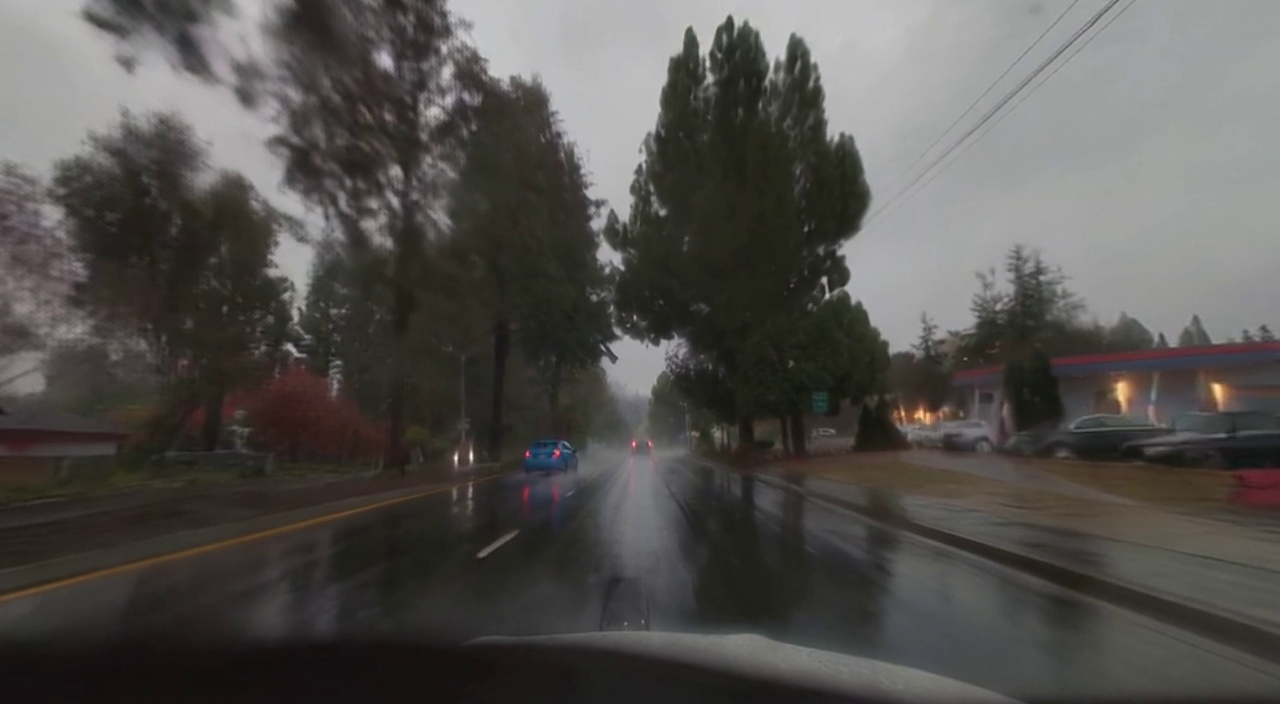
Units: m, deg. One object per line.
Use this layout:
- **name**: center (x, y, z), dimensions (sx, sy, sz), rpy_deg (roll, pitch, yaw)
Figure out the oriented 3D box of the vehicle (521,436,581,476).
- **vehicle**: center (-3.871, 4.583, 28.108), dimensions (1.914, 1.630, 4.351), rpy_deg (0, -8, 1)
